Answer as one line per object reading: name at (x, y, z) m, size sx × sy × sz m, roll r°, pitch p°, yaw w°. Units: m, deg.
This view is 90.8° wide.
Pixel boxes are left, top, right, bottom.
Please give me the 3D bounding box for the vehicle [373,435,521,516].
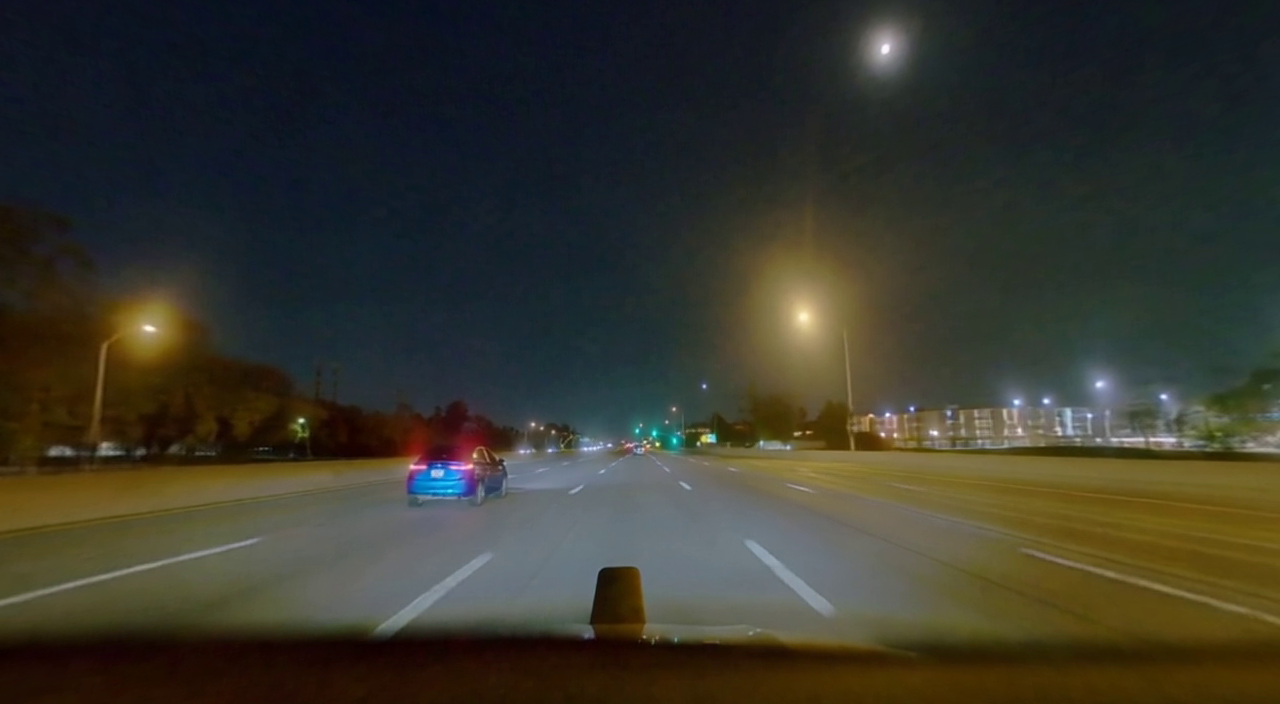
vehicle at (-4.069, 2.667, 14.204) m, size 1.900 × 1.492 × 4.495 m, roll 0°, pitch -9°, yaw 0°
